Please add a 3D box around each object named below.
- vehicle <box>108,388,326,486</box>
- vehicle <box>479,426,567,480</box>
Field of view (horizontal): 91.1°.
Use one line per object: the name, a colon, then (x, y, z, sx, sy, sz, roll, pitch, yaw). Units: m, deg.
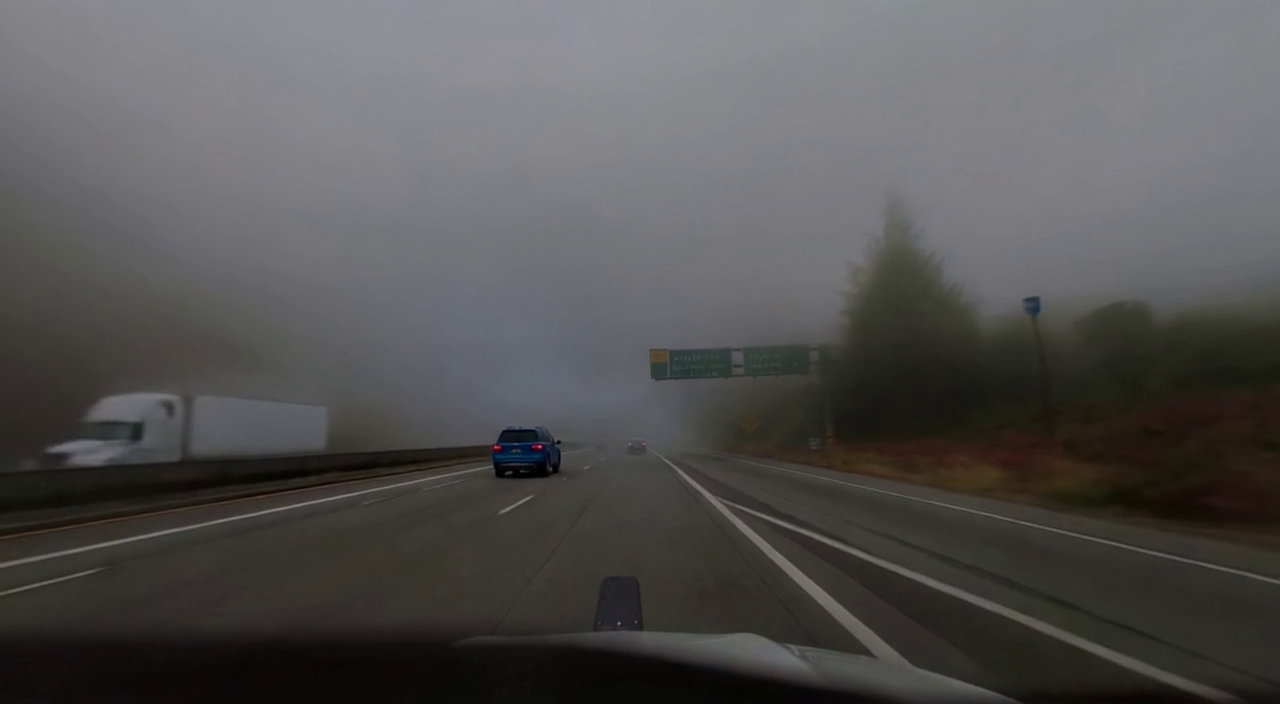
vehicle: (-17.280, 3.649, 26.866, 2.919, 3.464, 9.114, 0, -8, 0)
vehicle: (-3.915, 3.458, 21.795, 2.125, 1.662, 4.336, 0, -8, 1)
